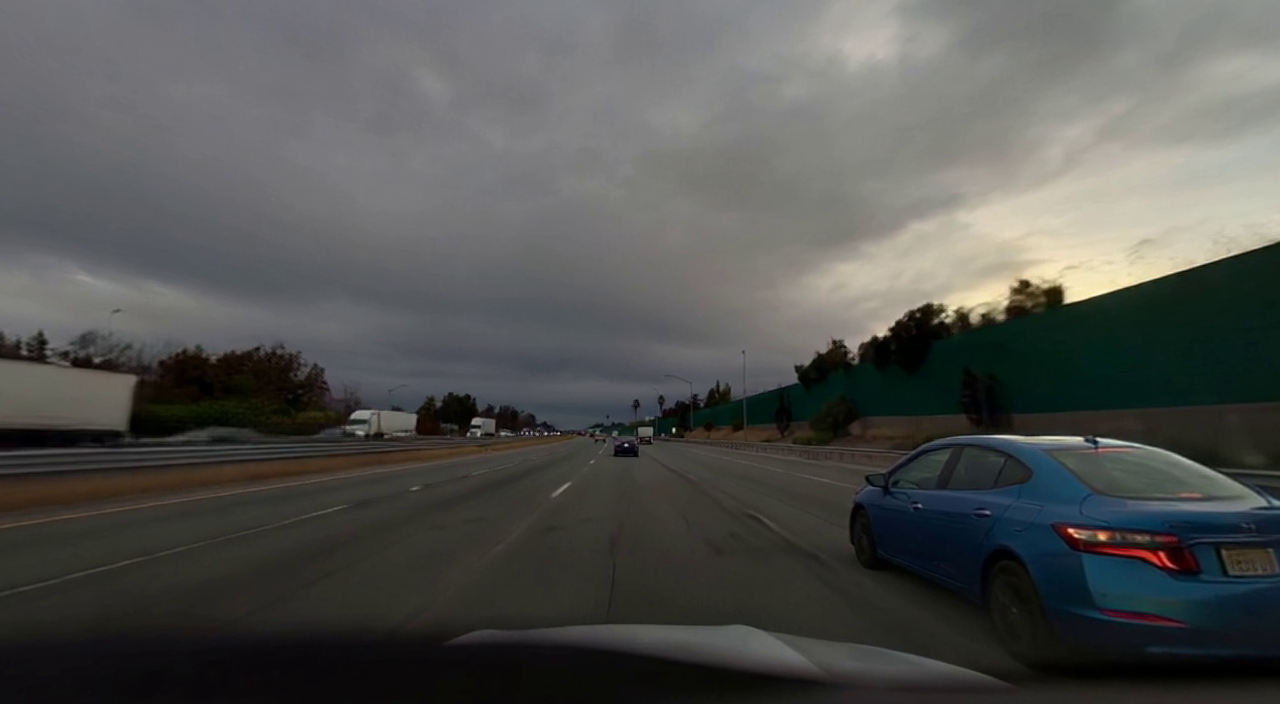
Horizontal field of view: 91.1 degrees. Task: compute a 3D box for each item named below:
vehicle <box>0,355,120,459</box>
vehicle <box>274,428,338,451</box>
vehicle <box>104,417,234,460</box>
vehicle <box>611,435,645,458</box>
[{"bbox_3d":[-25.887,1.924,22.652,2.867,3.948,13.749,0,-8,-1],"label":"vehicle"},{"bbox_3d":[-22.479,5.912,42.507,1.905,1.510,4.507,0,-8,-1],"label":"vehicle"},{"bbox_3d":[-18.492,3.427,24.976,1.980,1.549,4.156,0,-8,-1],"label":"vehicle"},{"bbox_3d":[-0.804,6.221,41.653,2.121,1.445,4.187,0,-8,-2],"label":"vehicle"}]
